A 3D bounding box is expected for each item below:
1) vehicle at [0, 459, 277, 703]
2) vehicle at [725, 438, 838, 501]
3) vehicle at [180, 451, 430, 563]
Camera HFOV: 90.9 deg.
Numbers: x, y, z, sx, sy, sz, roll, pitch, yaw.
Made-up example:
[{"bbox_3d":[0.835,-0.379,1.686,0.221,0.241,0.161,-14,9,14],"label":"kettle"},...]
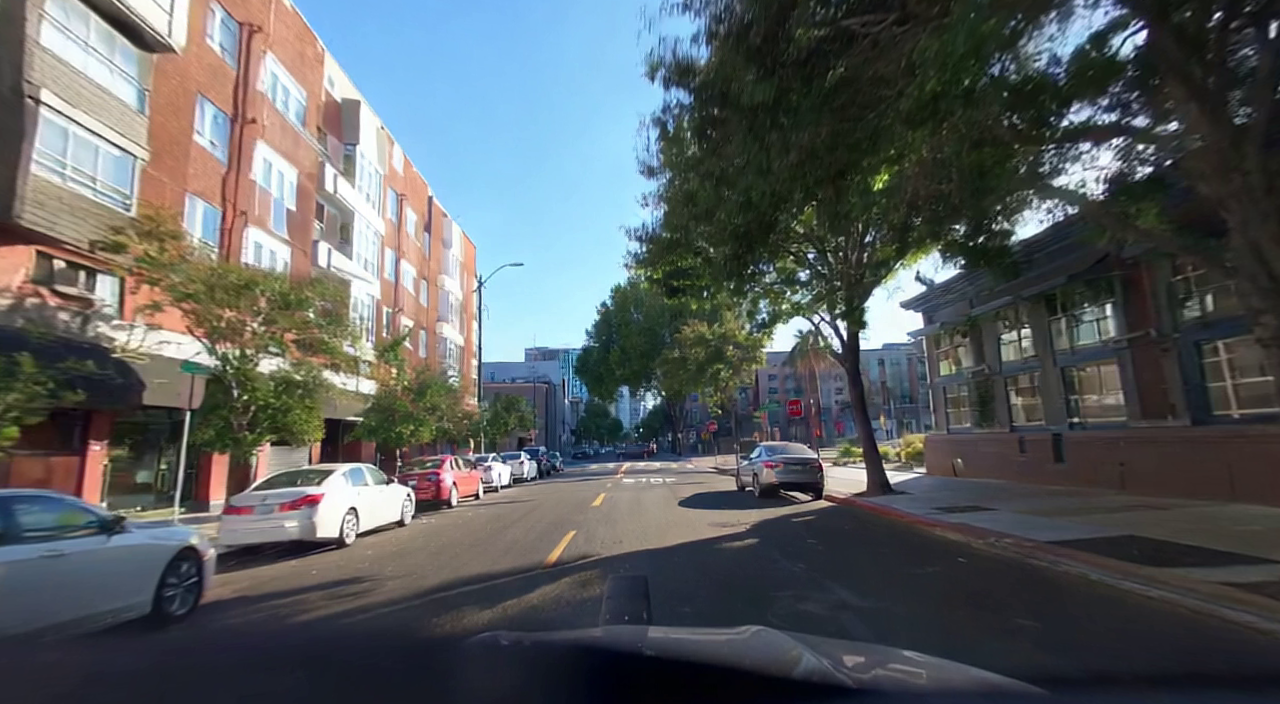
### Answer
[{"bbox_3d":[-4.953,1.569,4.627,1.931,1.435,4.440,0,-8,0],"label":"vehicle"},{"bbox_3d":[3.844,3.260,17.937,1.978,1.554,4.192,0,-8,-4],"label":"vehicle"},{"bbox_3d":[-5.378,2.498,10.956,2.089,1.463,4.350,0,-8,-2],"label":"vehicle"}]
